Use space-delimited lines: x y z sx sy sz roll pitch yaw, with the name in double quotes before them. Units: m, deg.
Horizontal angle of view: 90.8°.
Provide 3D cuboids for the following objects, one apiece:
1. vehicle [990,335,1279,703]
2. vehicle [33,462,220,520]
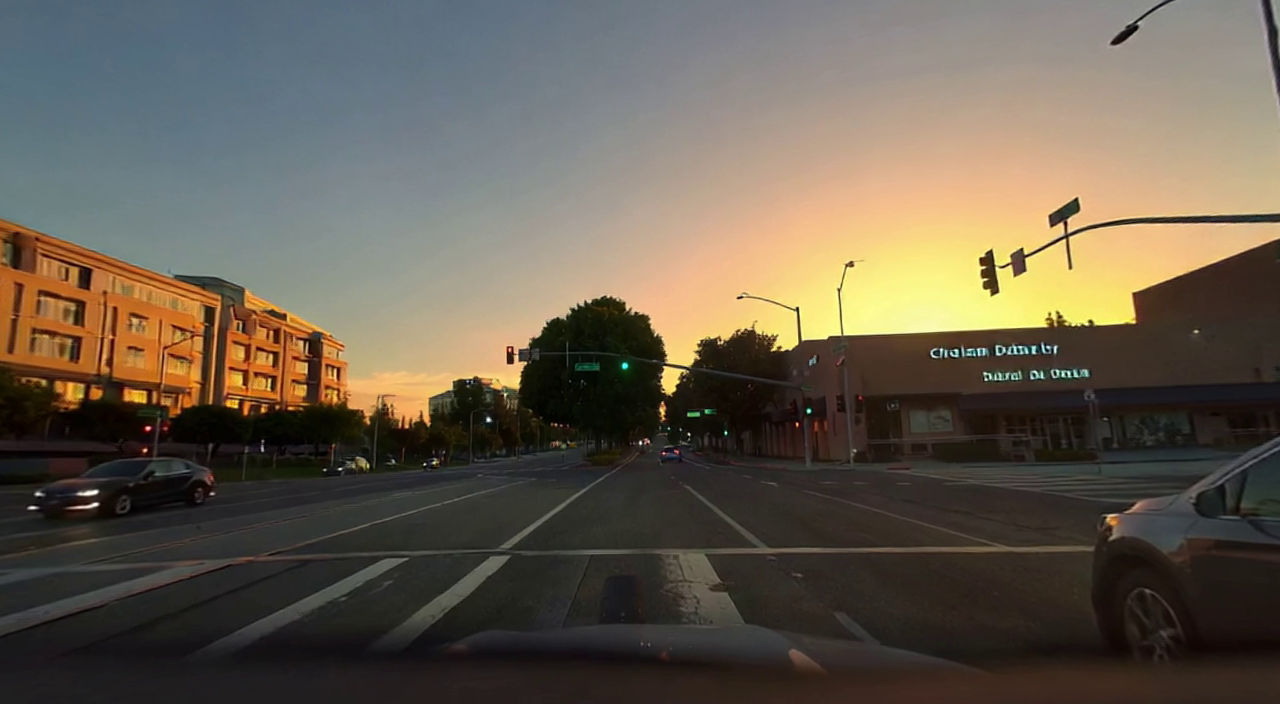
"vehicle" 3.386 0.725 1.920 1.973 1.697 4.377 0 -8 -2
"vehicle" -15.501 4.170 19.478 1.903 1.431 4.545 0 -8 1
